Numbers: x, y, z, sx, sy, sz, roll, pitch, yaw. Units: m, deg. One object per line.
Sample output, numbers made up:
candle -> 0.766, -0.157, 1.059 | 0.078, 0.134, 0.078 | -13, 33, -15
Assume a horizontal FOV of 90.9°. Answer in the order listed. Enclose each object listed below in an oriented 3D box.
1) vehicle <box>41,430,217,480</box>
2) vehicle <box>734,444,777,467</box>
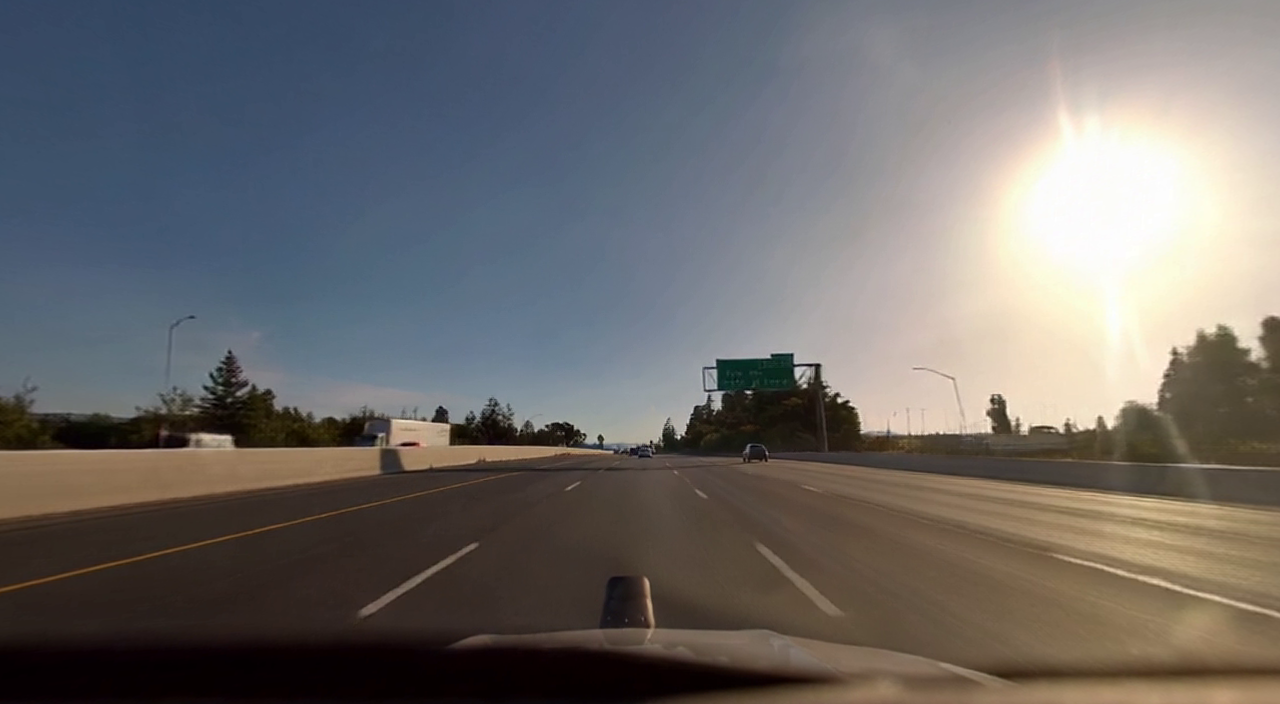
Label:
vehicle -> -21.000, 4.271, 26.412 | 2.348, 1.818, 5.837 | 0, -8, 2
vehicle -> 7.868, 7.049, 43.217 | 2.056, 1.465, 4.304 | 0, -8, -1
